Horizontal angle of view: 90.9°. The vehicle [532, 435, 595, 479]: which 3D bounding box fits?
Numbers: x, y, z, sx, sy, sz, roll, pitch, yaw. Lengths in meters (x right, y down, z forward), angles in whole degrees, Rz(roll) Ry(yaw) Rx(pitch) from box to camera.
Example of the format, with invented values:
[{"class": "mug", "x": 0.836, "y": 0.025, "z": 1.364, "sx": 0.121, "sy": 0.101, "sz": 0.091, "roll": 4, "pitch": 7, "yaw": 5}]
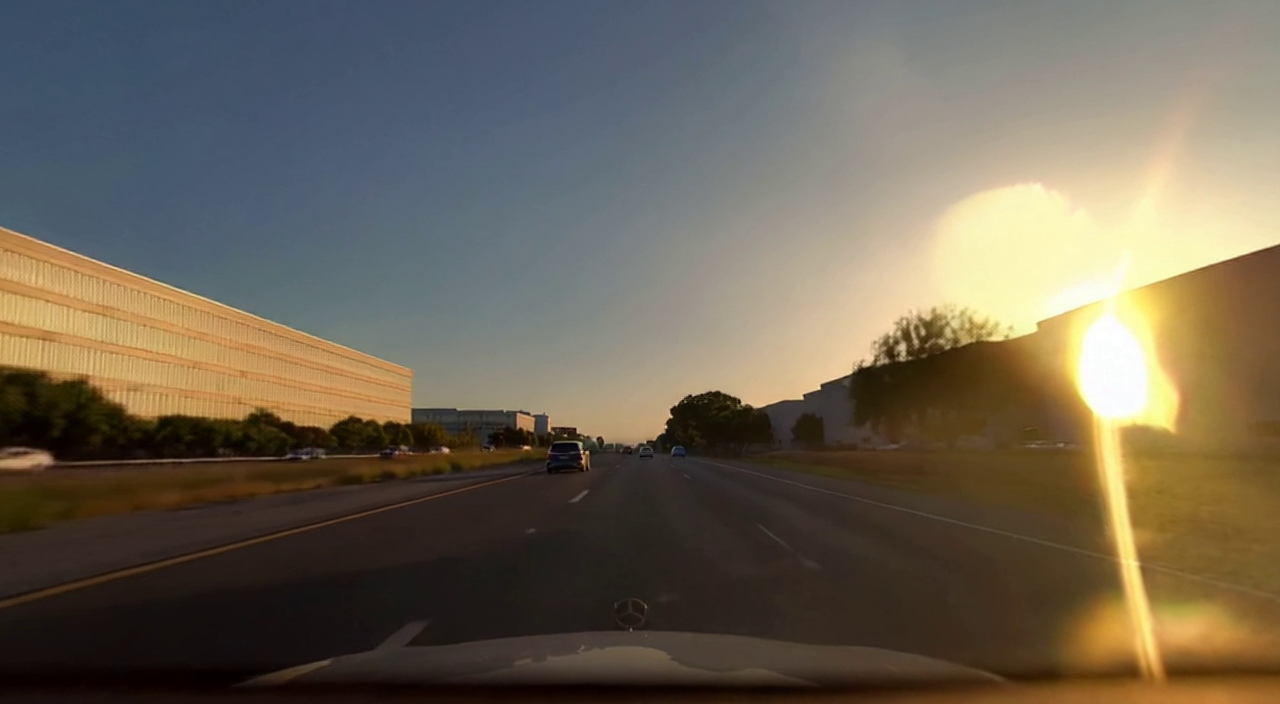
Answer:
[{"class": "vehicle", "x": -3.450, "y": 4.849, "z": 29.380, "sx": 2.218, "sy": 1.850, "sz": 4.774, "roll": 0, "pitch": -9, "yaw": 2}]
